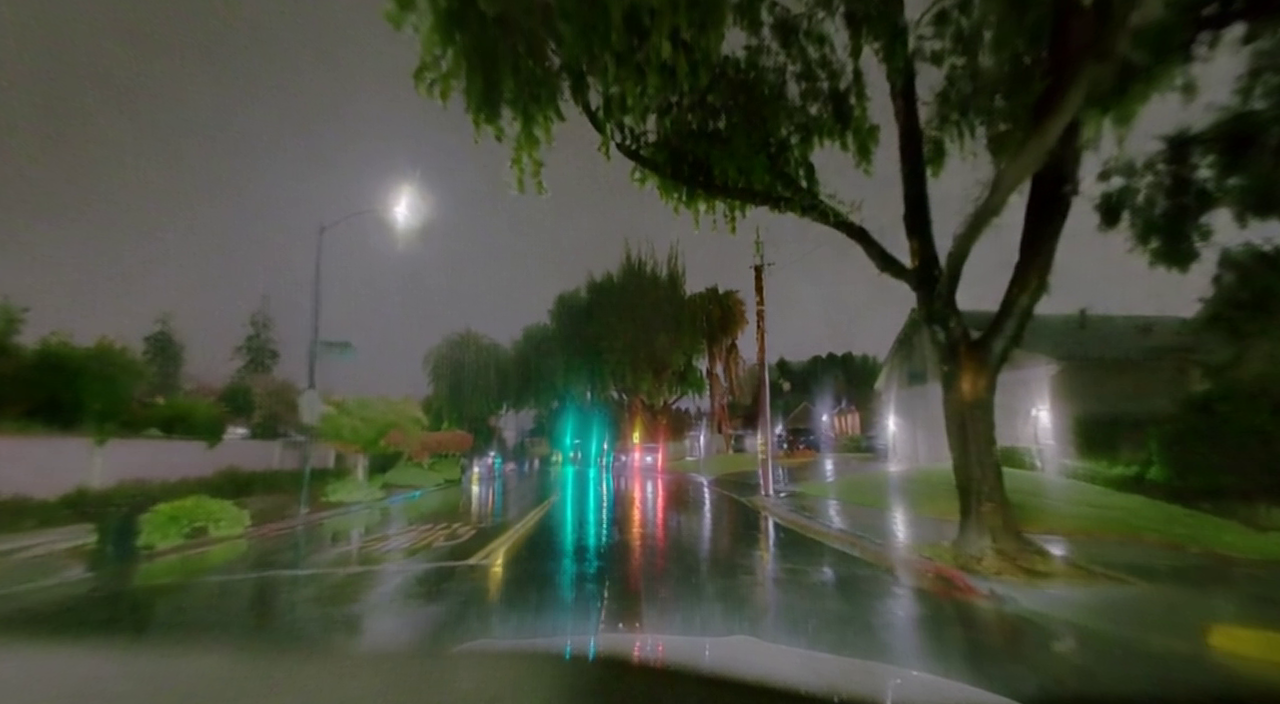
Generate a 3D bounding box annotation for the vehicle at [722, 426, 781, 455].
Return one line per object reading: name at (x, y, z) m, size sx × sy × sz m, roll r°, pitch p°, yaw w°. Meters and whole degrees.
vehicle at (7.713, 6.106, 43.401) m, size 2.100 × 1.857 × 4.611 m, roll -7°, pitch -10°, yaw 36°

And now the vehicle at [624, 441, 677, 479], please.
vehicle at (0.456, 5.642, 33.408) m, size 2.229 × 1.826 × 4.611 m, roll 0°, pitch -8°, yaw -7°

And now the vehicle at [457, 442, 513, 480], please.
vehicle at (-7.851, 5.512, 32.382) m, size 2.155 × 1.729 × 4.799 m, roll 0°, pitch -7°, yaw -7°

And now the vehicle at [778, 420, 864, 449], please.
vehicle at (10.626, 4.907, 37.382) m, size 4.639 × 1.634 × 2.005 m, roll -2°, pitch -8°, yaw 8°

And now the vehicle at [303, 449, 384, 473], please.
vehicle at (-19.578, 7.207, 41.728) m, size 4.527 × 1.466 × 1.880 m, roll -2°, pitch -8°, yaw 10°
